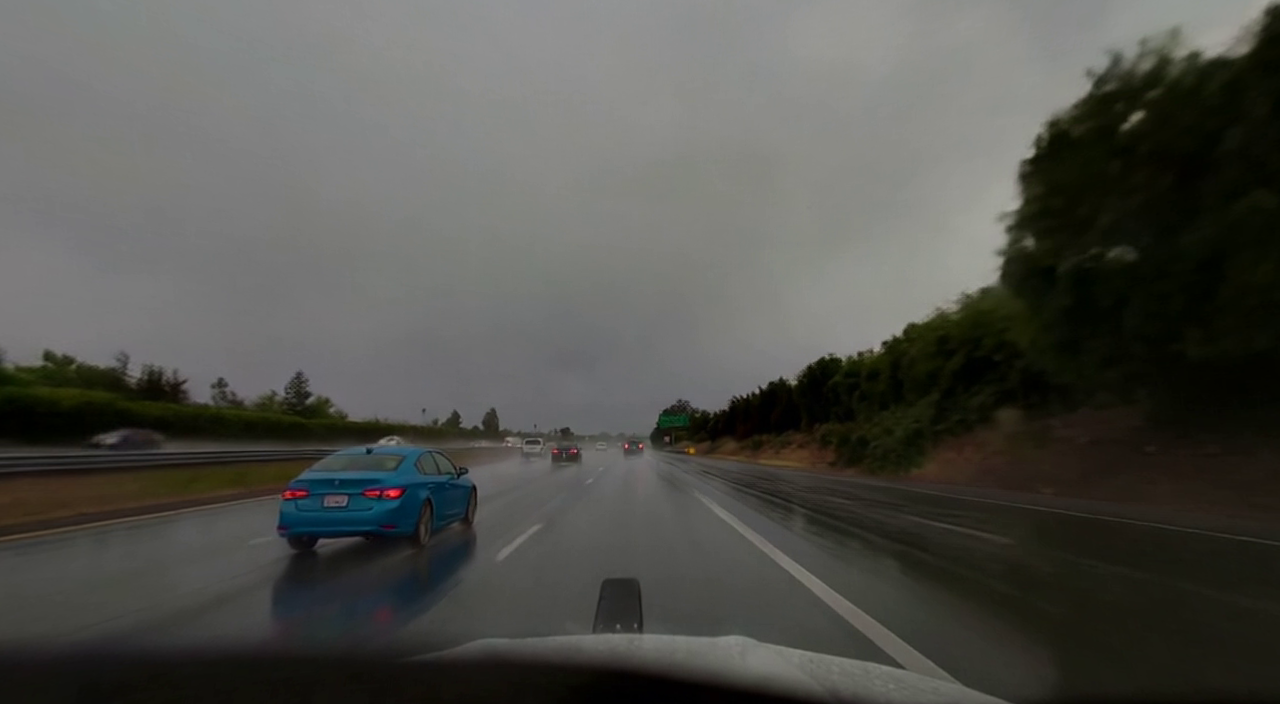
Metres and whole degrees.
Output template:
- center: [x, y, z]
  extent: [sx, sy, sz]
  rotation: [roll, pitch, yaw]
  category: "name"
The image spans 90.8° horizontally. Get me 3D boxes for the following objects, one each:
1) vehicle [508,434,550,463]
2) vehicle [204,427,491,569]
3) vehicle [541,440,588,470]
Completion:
- center: [-7.970, 6.992, 45.791]
  extent: [2.171, 1.982, 5.246]
  rotation: [0, -8, -1]
  category: "vehicle"
- center: [-3.666, 1.892, 9.050]
  extent: [2.025, 1.506, 4.429]
  rotation: [0, -8, -1]
  category: "vehicle"
- center: [-4.003, 5.539, 34.115]
  extent: [2.068, 1.501, 4.395]
  rotation: [0, -8, -1]
  category: "vehicle"
